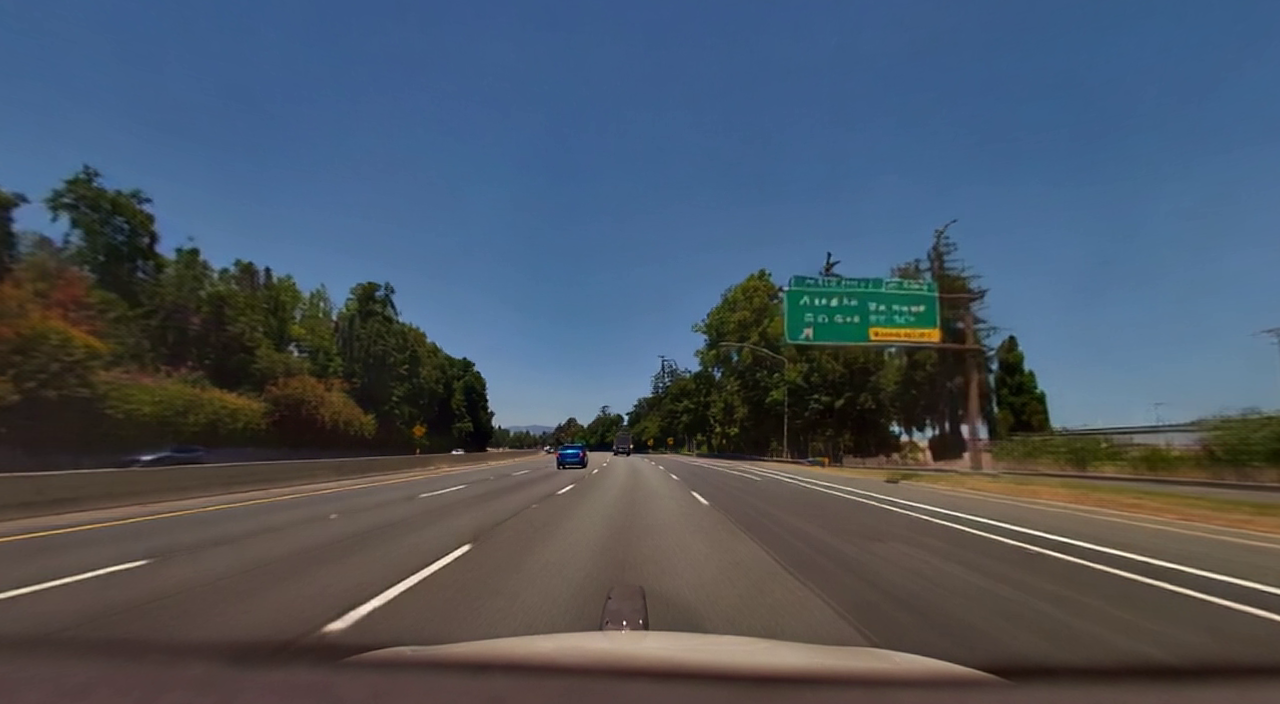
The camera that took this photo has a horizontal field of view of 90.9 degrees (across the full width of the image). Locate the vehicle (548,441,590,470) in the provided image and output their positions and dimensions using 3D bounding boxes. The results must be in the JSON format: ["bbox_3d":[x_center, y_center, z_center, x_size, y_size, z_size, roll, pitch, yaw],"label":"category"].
[{"bbox_3d":[-4.390,6.469,39.742,2.162,1.724,4.537,0,-8,-1],"label":"vehicle"}]
